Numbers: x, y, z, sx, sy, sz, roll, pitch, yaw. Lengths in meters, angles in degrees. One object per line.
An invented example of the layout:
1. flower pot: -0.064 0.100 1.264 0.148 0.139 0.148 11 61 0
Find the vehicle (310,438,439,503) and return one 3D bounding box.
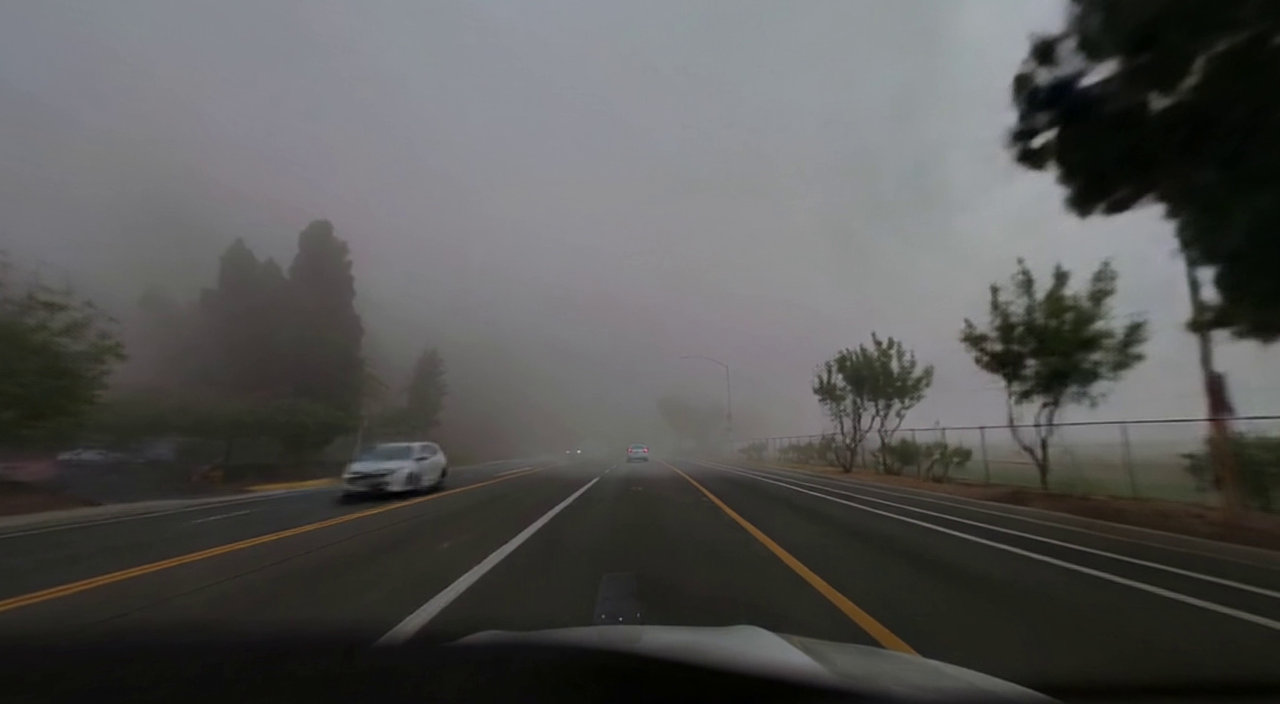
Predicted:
1. vehicle: -7.748 3.475 18.969 1.979 1.684 4.289 0 -8 0

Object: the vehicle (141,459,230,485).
1. vehicle: -27.070 7.124 37.685 3.977 1.453 1.768 0 -9 3

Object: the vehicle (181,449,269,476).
1. vehicle: -26.468 7.056 40.370 4.140 1.635 2.059 0 -8 -1
